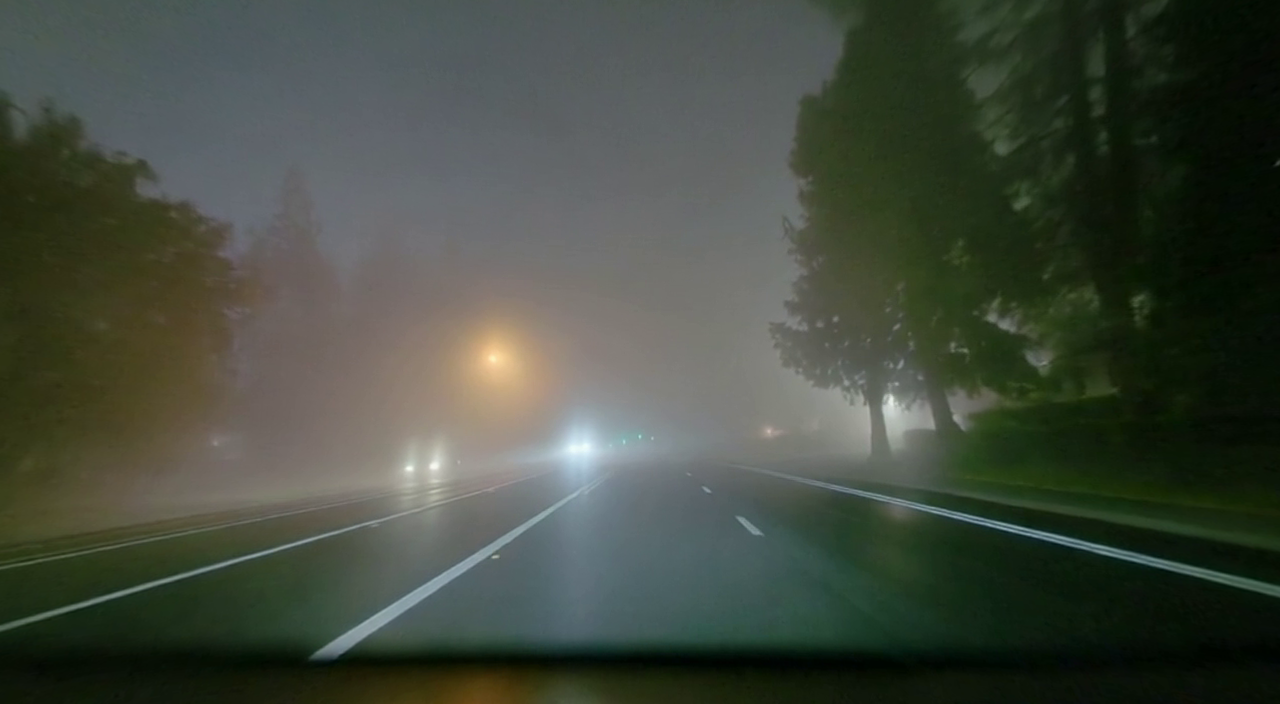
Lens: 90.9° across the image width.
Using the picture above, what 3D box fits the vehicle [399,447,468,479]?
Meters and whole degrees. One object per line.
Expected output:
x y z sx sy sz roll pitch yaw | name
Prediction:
-11.995 6.446 37.040 2.066 1.681 5.292 -1 -8 2 | vehicle
